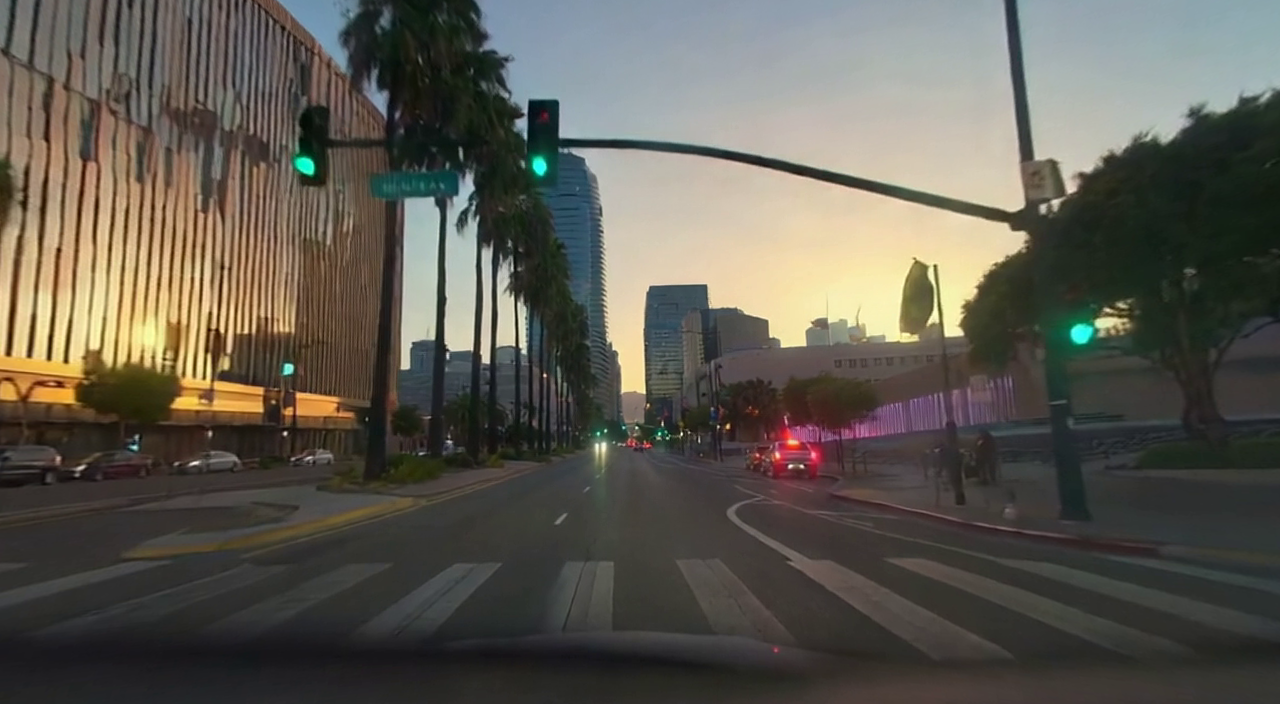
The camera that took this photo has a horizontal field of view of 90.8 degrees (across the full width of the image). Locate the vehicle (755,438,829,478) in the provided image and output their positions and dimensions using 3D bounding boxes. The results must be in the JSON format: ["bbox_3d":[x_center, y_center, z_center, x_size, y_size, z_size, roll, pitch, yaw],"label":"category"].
[{"bbox_3d":[7.051,4.988,29.859,2.225,1.727,4.418,0,-9,-2],"label":"vehicle"}]

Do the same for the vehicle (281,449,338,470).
[{"bbox_3d":[-24.482,7.964,46.961,1.801,1.444,4.640,0,-9,-2],"label":"vehicle"}]

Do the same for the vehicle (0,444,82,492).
[{"bbox_3d":[-24.370,4.403,24.158,1.891,1.737,4.597,0,-9,-2],"label":"vehicle"}]

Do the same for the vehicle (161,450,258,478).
[{"bbox_3d":[-24.359,6.329,36.017,1.905,1.496,4.960,0,-9,1],"label":"vehicle"}]

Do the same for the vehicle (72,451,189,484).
[{"bbox_3d":[-24.268,5.480,30.344,1.792,1.461,4.569,0,-9,1],"label":"vehicle"}]
